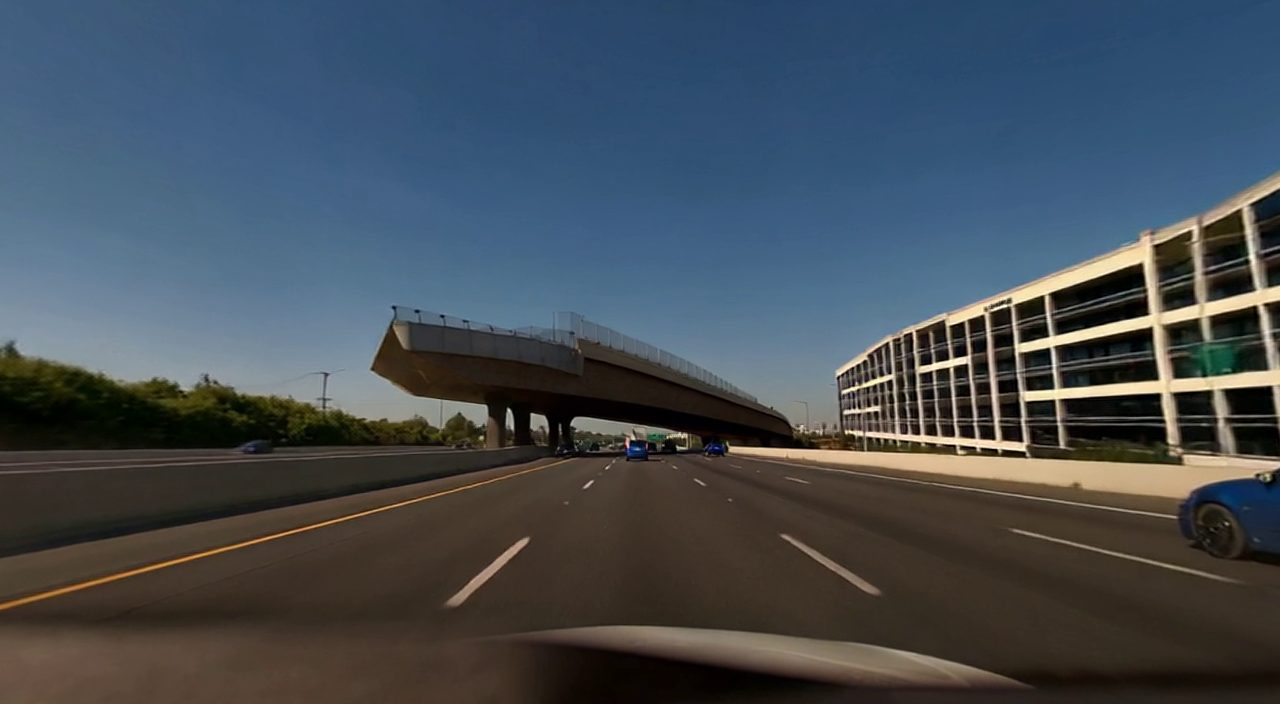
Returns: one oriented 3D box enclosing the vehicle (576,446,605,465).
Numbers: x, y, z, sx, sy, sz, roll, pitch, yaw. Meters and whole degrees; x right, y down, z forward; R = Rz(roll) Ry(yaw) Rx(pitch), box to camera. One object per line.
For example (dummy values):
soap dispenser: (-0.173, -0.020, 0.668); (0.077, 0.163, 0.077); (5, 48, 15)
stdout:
vehicle: (-3.670, 7.693, 47.069); (1.825, 1.347, 3.773); (0, -8, 0)

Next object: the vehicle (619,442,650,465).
vehicle: (-0.349, 7.039, 43.920); (2.036, 1.542, 3.891); (0, -8, 0)
